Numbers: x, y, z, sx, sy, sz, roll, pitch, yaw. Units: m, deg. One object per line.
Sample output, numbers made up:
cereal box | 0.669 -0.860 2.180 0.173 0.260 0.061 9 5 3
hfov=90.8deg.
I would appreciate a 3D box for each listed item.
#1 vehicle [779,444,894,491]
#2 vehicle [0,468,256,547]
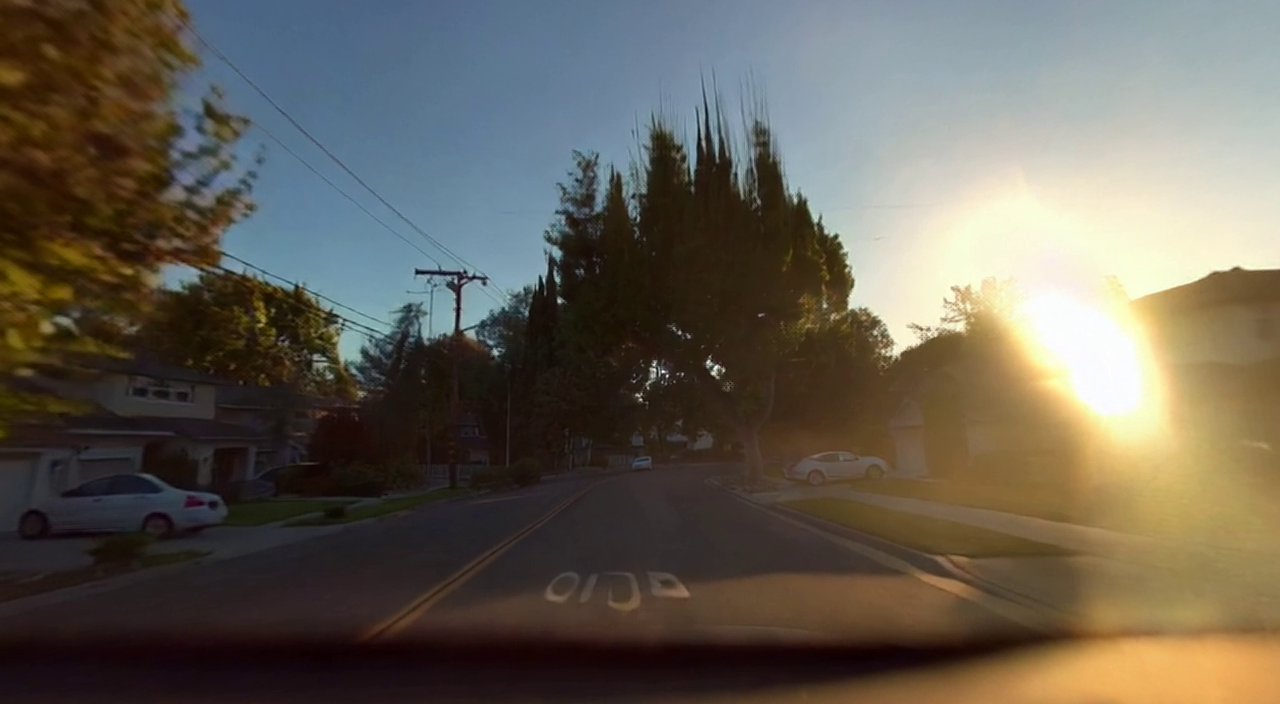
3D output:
vehicle | 7.723 4.537 25.064 3.846 1.725 1.920 0 -9 -4
vehicle | -11.698 3.536 14.658 4.243 1.598 2.003 -1 -9 3
